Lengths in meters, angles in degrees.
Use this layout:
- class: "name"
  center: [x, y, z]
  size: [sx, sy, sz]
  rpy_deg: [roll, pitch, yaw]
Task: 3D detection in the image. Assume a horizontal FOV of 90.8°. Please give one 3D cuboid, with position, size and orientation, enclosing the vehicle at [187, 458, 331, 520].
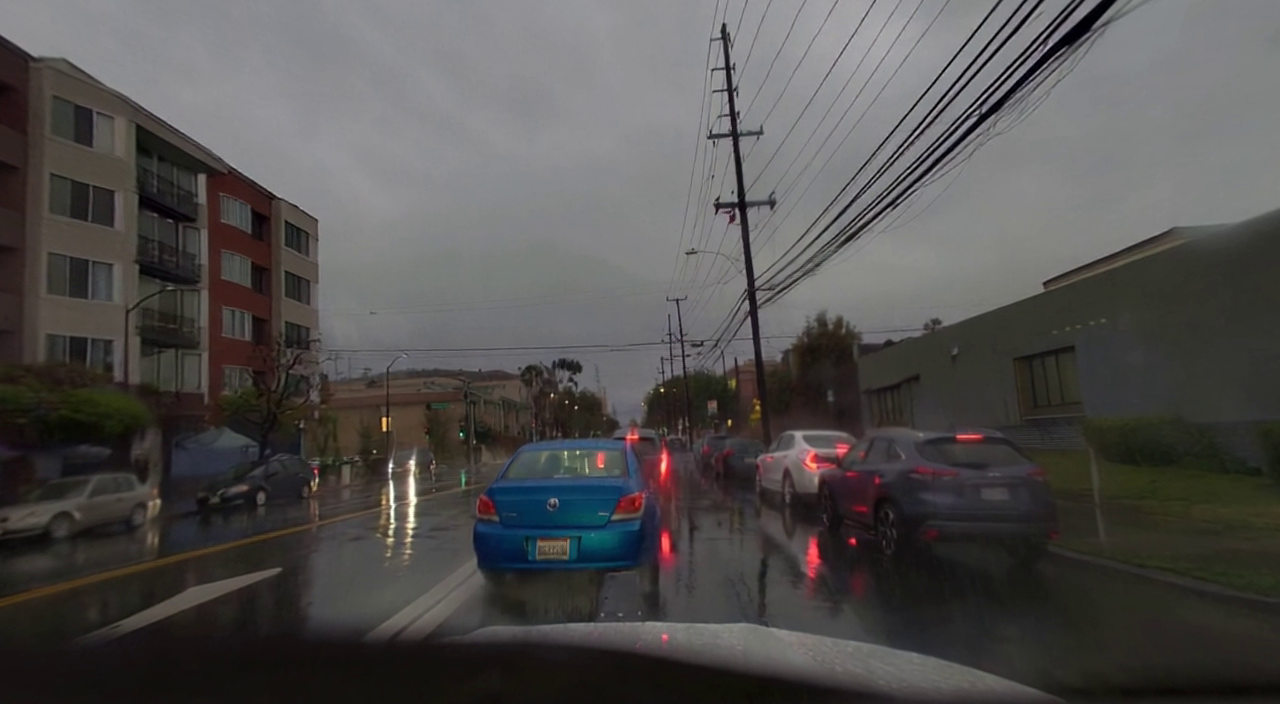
- class: "vehicle"
  center: [-11.844, 4.238, 20.045]
  size: [1.868, 1.491, 4.367]
  rpy_deg: [-4, -9, 0]

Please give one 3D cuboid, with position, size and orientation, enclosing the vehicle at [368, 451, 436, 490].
- class: "vehicle"
  center: [-11.920, 5.918, 31.928]
  size: [2.011, 1.687, 4.079]
  rpy_deg: [-3, -8, -2]

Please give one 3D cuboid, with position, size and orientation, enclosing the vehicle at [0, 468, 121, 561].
- class: "vehicle"
  center: [-11.926, 2.903, 11.009]
  size: [1.850, 1.487, 4.711]
  rpy_deg: [-3, -8, -1]

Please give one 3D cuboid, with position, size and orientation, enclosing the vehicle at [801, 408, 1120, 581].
- class: "vehicle"
  center: [3.797, 1.756, 8.616]
  size: [1.967, 1.721, 4.410]
  rpy_deg: [0, -8, -1]

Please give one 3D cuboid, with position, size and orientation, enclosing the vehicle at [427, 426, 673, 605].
- class: "vehicle"
  center: [-0.722, 1.693, 7.561]
  size: [2.019, 1.453, 4.603]
  rpy_deg: [0, -8, 1]
